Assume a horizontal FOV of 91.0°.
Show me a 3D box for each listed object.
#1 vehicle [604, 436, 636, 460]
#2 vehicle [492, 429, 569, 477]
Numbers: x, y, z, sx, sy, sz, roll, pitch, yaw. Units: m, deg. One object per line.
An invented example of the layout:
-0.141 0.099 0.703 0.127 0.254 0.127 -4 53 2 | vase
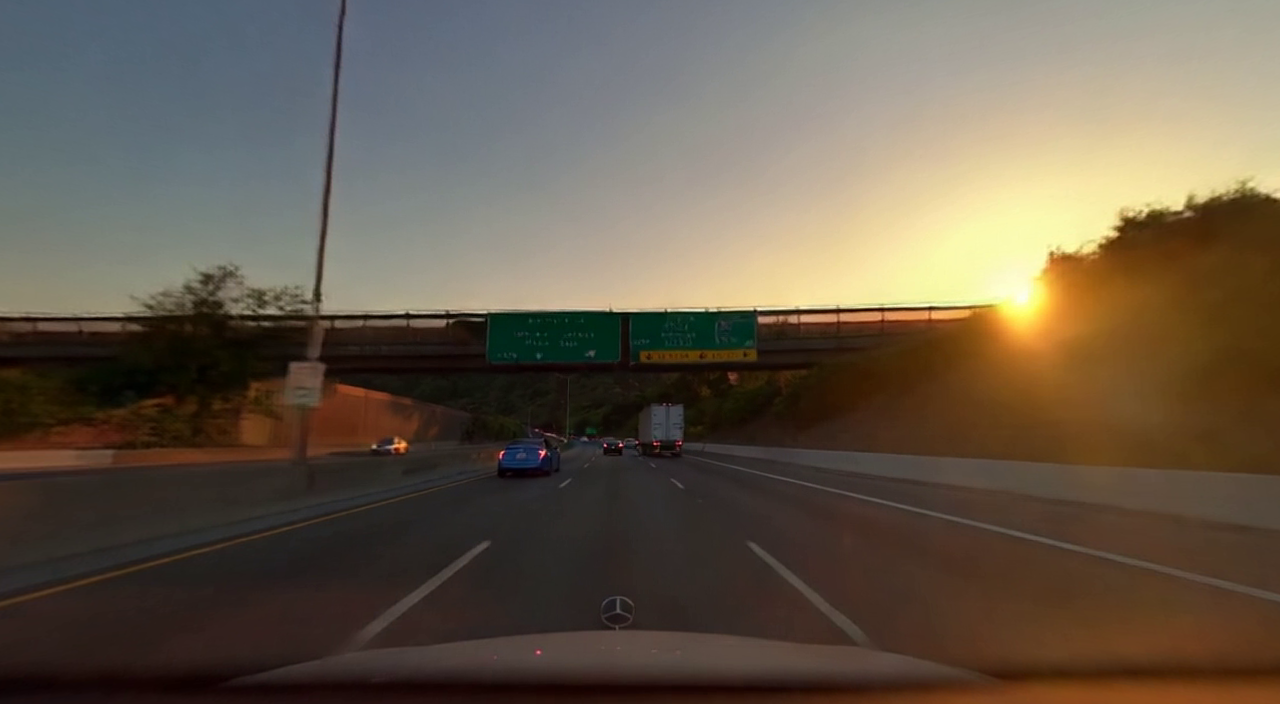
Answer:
-1.446 6.762 44.469 2.125 1.542 3.816 0 -8 -3 | vehicle
-4.318 4.098 25.747 2.377 1.747 4.703 0 -8 -1 | vehicle
